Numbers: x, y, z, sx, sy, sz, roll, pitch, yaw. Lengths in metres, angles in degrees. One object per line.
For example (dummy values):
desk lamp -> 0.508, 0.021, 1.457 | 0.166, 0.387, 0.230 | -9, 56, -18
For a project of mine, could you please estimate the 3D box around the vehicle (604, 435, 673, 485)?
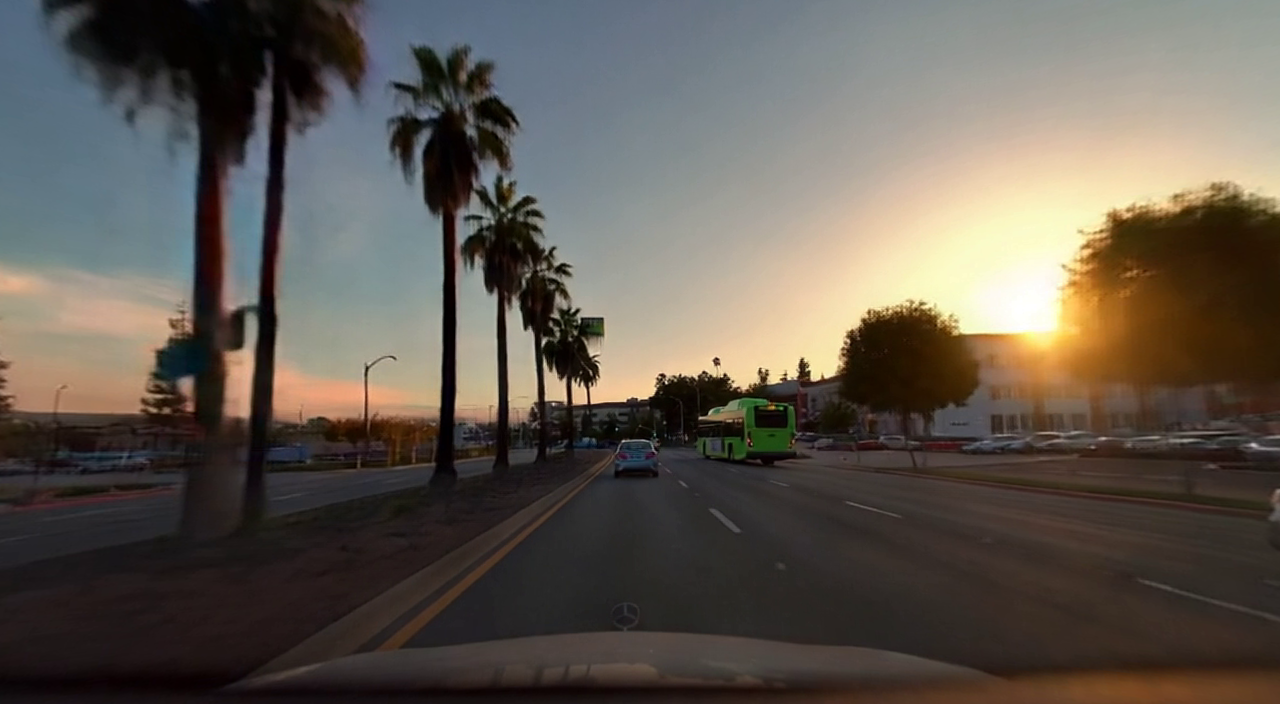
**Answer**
vehicle -> -0.076, 3.555, 21.074 | 2.065, 1.477, 4.306 | 0, -9, -1

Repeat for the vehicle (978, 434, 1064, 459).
vehicle -> 25.190, 6.267, 41.862 | 4.492, 1.492, 1.855 | -1, -9, -1

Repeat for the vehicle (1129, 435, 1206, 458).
vehicle -> 34.757, 6.235, 41.678 | 3.494, 1.498, 1.704 | 0, -9, 2

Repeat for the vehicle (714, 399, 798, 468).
vehicle -> 6.238, 4.684, 35.685 | 2.795, 3.383, 9.287 | 0, -9, -1

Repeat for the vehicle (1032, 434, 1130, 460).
vehicle -> 25.780, 5.568, 37.012 | 4.319, 1.444, 1.888 | 0, -9, -2
